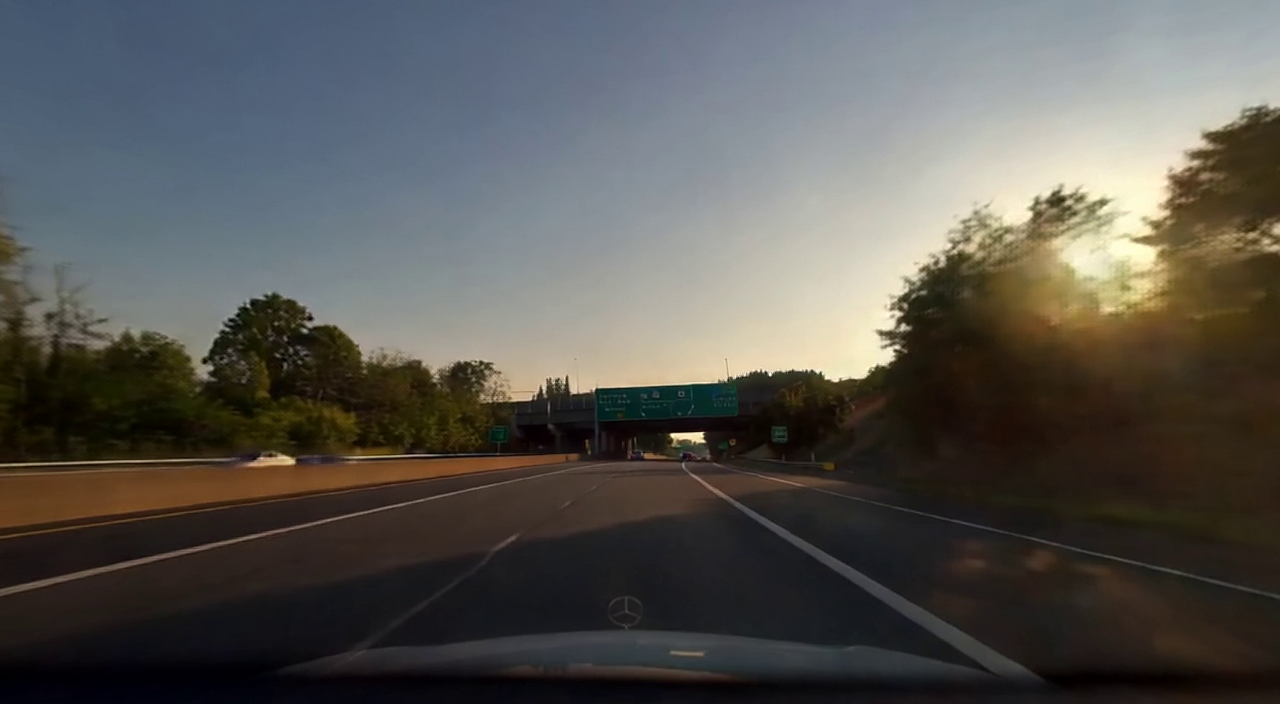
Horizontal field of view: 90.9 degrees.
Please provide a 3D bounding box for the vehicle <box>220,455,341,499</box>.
[{"bbox_3d":[-13.782,4.786,24.533,1.930,1.530,4.519,0,-9,2],"label":"vehicle"}]
